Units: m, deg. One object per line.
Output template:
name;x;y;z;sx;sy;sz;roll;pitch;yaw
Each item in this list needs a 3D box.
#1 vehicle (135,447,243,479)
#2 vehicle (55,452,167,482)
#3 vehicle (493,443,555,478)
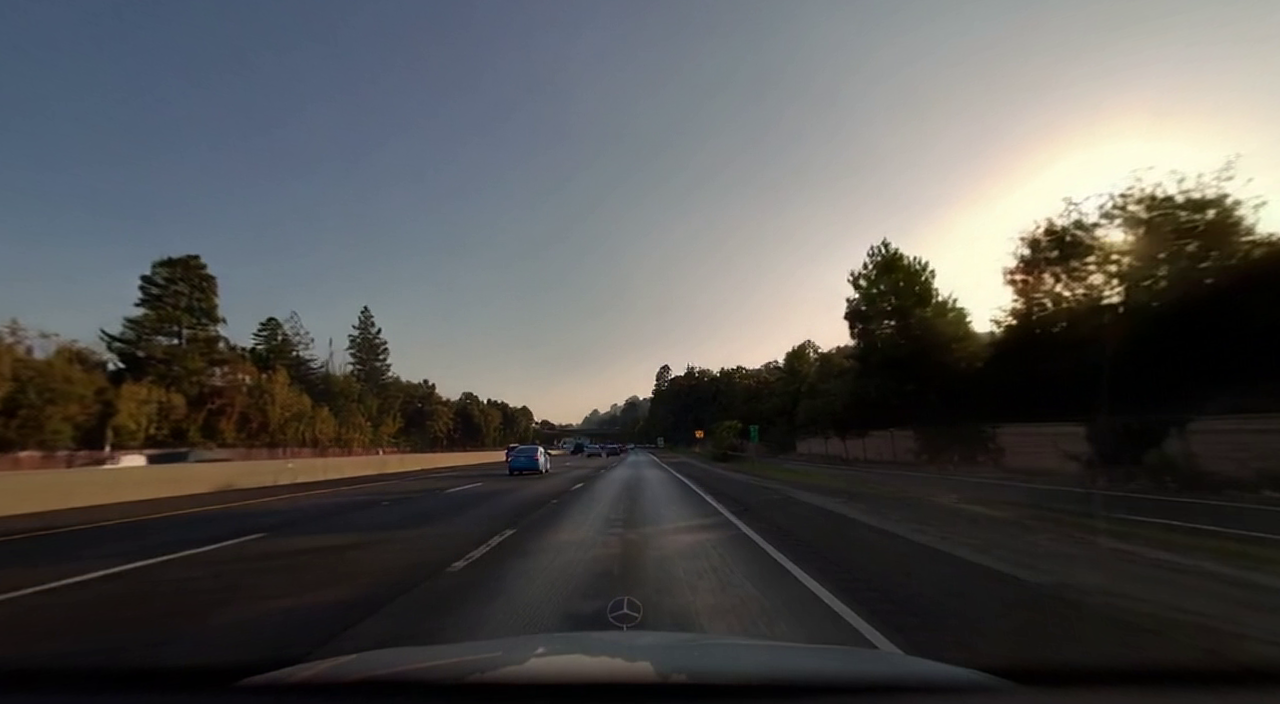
vehicle;-24.056;5.897;33.942;1.912;1.541;5.158;0;-8;1
vehicle;-31.592;6.835;37.905;2.112;1.614;5.219;0;-8;2
vehicle;-5.405;5.099;30.033;2.081;1.514;4.943;0;-8;0
